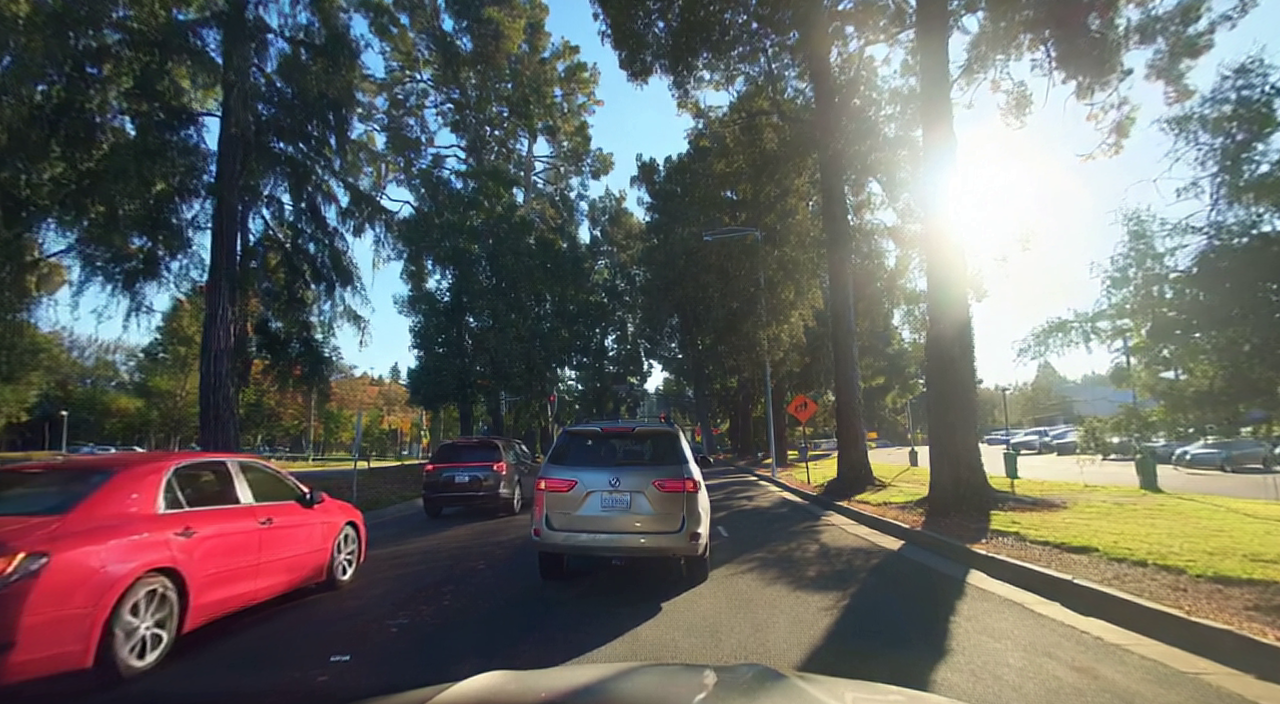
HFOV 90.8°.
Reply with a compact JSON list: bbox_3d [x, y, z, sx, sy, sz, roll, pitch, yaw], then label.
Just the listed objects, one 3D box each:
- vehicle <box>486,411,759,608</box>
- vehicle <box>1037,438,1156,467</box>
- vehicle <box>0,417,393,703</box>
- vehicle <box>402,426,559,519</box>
[{"bbox_3d":[-0.085,1.573,7.179,2.229,1.591,3.897,0,-8,2],"label":"vehicle"},{"bbox_3d":[28.447,6.247,39.448,5.955,1.702,2.166,1,-8,-6],"label":"vehicle"},{"bbox_3d":[-3.644,1.265,4.392,1.922,1.464,4.424,0,-8,2],"label":"vehicle"},{"bbox_3d":[-3.337,2.632,14.399,2.188,1.745,4.618,0,-8,3],"label":"vehicle"}]
